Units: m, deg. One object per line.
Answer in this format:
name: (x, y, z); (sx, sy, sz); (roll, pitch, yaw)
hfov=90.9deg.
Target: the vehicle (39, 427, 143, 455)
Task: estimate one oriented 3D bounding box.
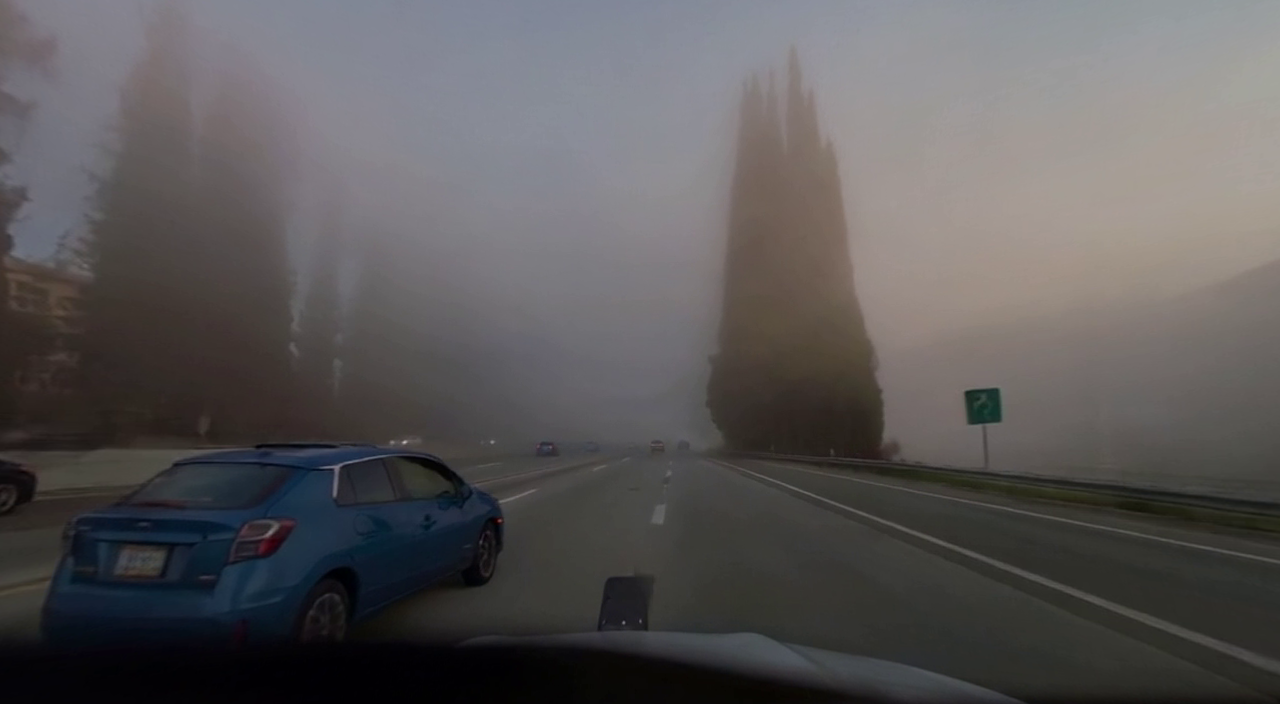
vehicle: (-40.543, 6.630, 46.817); (2.111, 1.911, 5.832); (-1, -8, 6)
